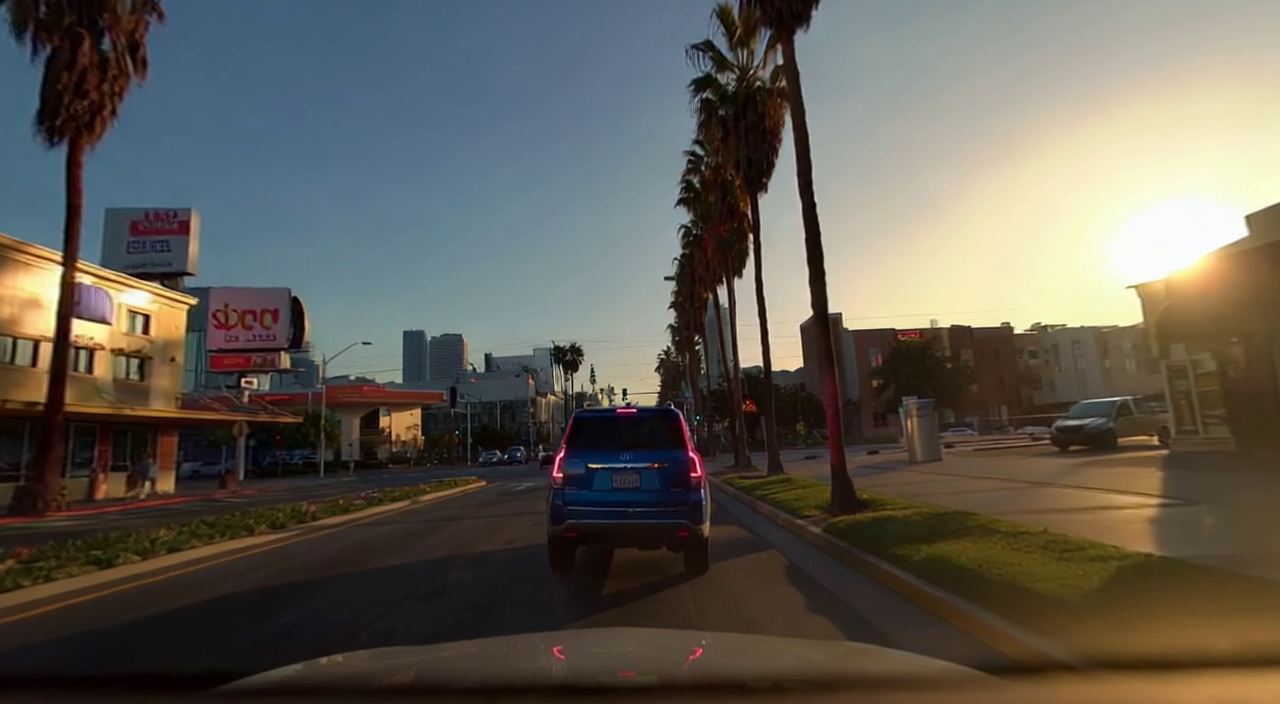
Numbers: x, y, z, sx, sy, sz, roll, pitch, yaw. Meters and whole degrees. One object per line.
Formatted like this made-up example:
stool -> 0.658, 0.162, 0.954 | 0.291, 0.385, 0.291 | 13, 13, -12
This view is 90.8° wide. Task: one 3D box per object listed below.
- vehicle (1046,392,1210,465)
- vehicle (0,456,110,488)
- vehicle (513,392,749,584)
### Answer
vehicle -> 16.096, 2.584, 20.718 | 6.060, 2.047, 2.490 | 6, -11, -36
vehicle -> -28.408, 5.581, 29.512 | 5.154, 1.343, 1.943 | 4, -9, -25
vehicle -> -0.132, 1.581, 8.029 | 2.234, 1.818, 3.869 | 0, -9, -1
